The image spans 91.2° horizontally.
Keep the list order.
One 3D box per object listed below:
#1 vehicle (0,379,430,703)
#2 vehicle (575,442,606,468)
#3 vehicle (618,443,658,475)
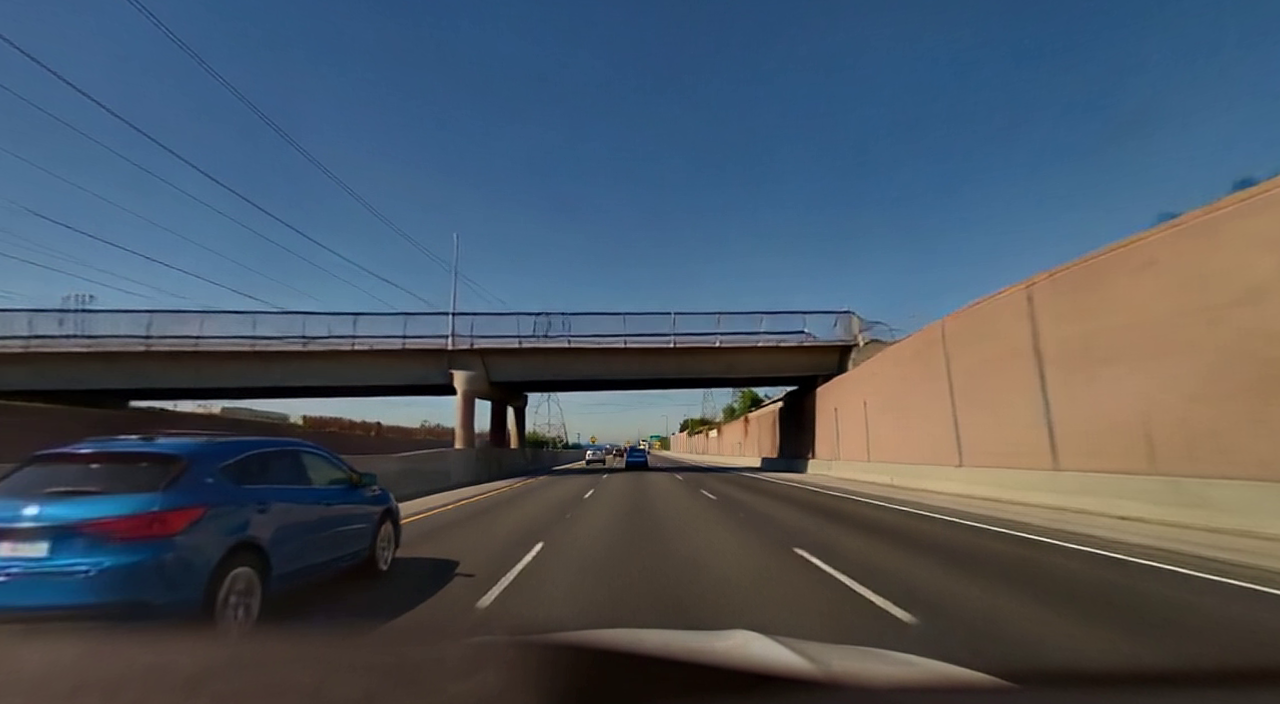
[{"bbox_3d":[-3.220,1.196,4.620,1.987,1.548,3.981,0,-9,-1],"label":"vehicle"},{"bbox_3d":[-3.792,7.994,48.913,2.077,1.884,4.961,0,-9,0],"label":"vehicle"},{"bbox_3d":[-0.122,5.739,33.813,2.004,1.615,4.113,0,-9,-1],"label":"vehicle"}]
